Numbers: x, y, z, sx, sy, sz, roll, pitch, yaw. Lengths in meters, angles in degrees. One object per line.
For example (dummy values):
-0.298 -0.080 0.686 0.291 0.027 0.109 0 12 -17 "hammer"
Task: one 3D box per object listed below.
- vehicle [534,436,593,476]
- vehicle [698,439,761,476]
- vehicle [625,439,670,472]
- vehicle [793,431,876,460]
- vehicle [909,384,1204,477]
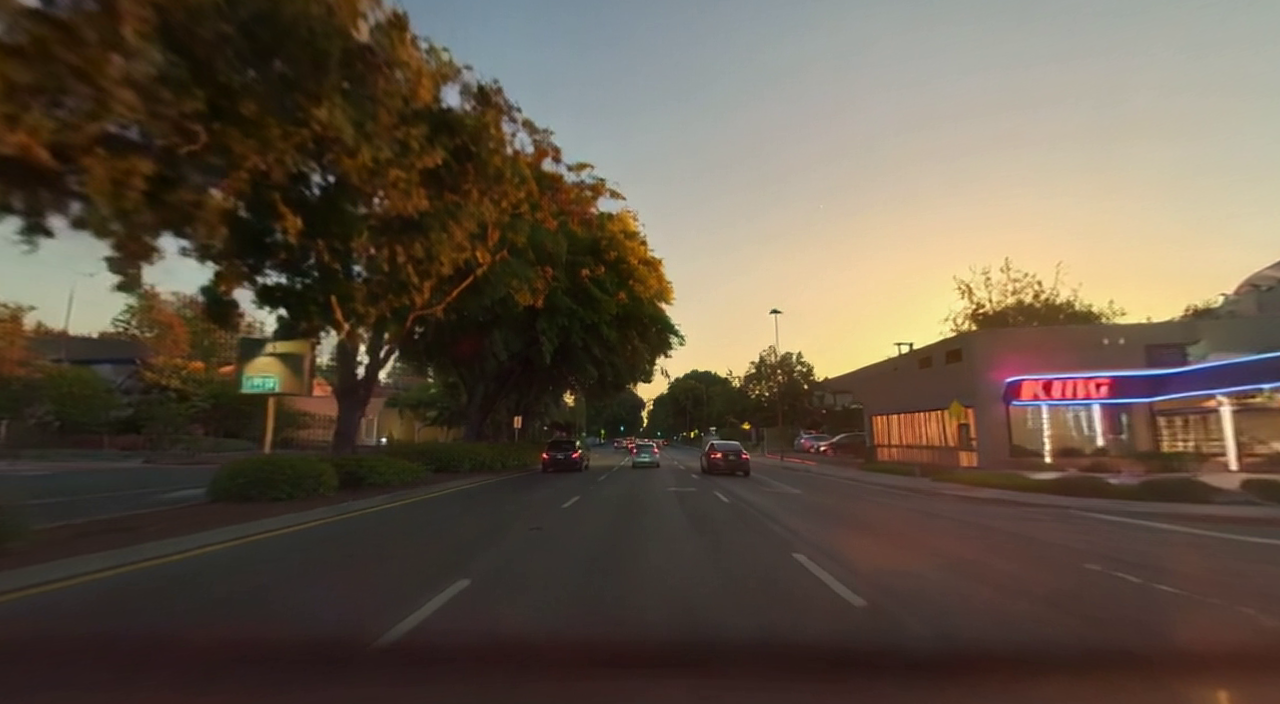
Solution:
-3.266 4.523 27.735 1.995 1.607 4.086 0 -8 1 "vehicle"
3.766 4.514 27.286 2.012 1.462 4.400 0 -8 -1 "vehicle"
0.332 4.983 30.637 2.059 1.477 4.216 0 -8 0 "vehicle"
13.635 6.588 44.463 5.144 1.834 2.188 -2 -8 2 "vehicle"
14.771 2.933 23.032 8.343 3.028 3.002 -1 -10 3 "vehicle"
